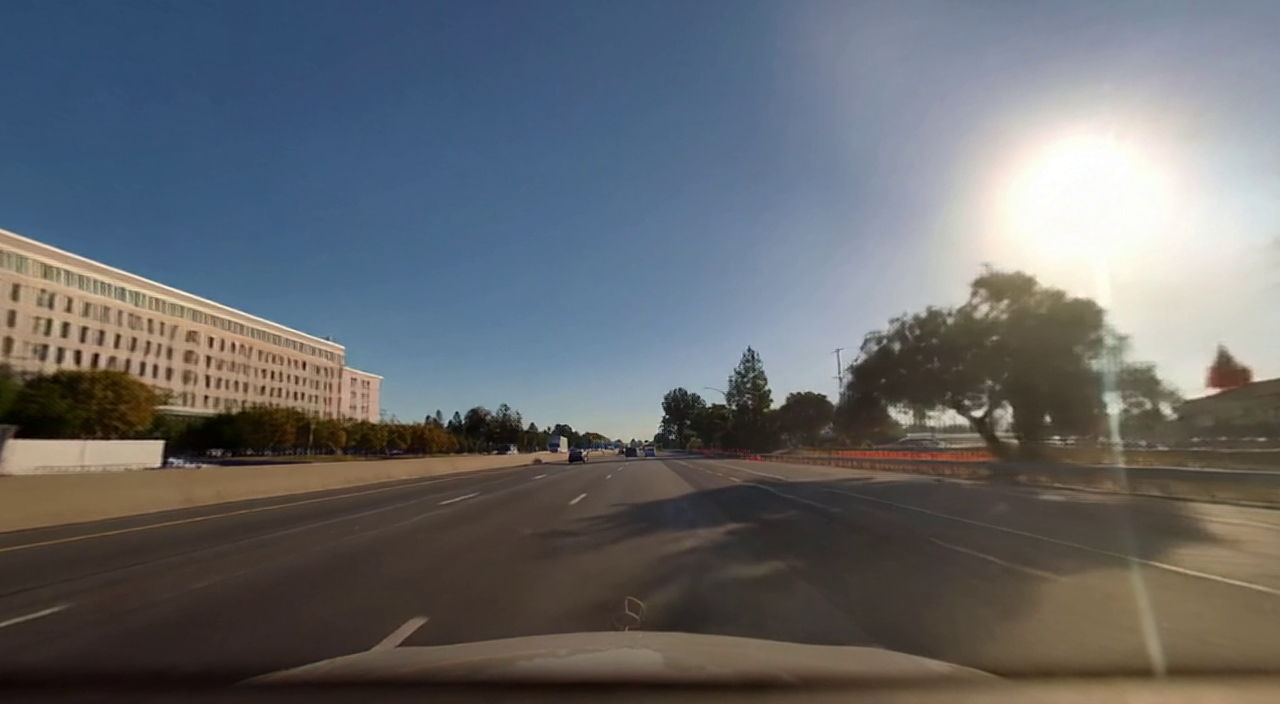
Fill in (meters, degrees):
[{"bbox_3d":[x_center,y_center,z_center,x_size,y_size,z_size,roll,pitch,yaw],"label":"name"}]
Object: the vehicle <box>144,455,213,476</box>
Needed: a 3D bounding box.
[{"bbox_3d":[-35.840,8.830,48.964,3.890,1.540,1.824,0,-9,0],"label":"vehicle"}]
